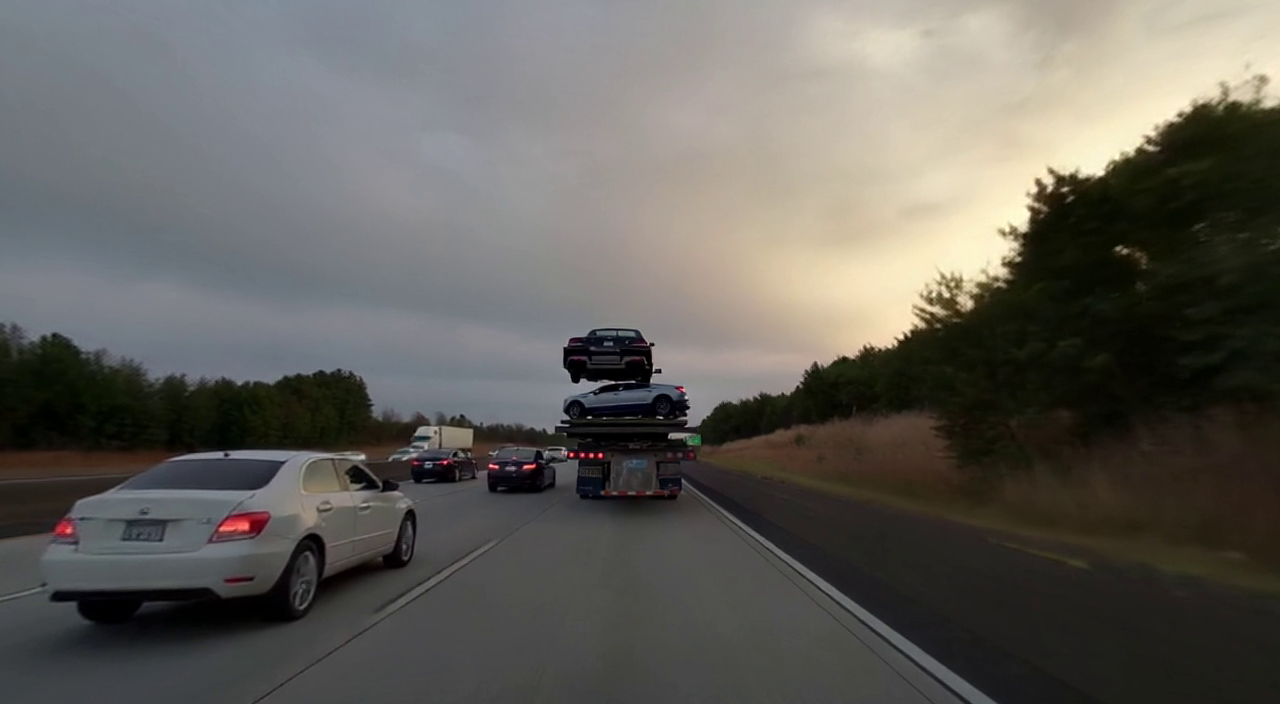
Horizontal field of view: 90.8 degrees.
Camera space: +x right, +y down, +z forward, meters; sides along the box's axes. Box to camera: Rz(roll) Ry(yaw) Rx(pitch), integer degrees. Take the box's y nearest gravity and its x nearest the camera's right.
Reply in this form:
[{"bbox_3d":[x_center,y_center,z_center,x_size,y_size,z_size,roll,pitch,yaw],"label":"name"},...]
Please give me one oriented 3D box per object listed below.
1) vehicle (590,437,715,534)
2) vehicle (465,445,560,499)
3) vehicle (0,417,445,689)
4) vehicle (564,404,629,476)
[{"bbox_3d":[0.170,2.390,11.777,1.991,1.507,3.391,0,-9,-1],"label":"vehicle"},{"bbox_3d":[-3.821,3.662,19.757,1.947,1.470,4.526,0,-9,1],"label":"vehicle"},{"bbox_3d":[-3.367,1.410,5.455,2.149,1.497,3.753,0,-9,0],"label":"vehicle"},{"bbox_3d":[-2.977,5.581,39.394,2.995,3.854,10.505,1,-9,-10],"label":"vehicle"}]
